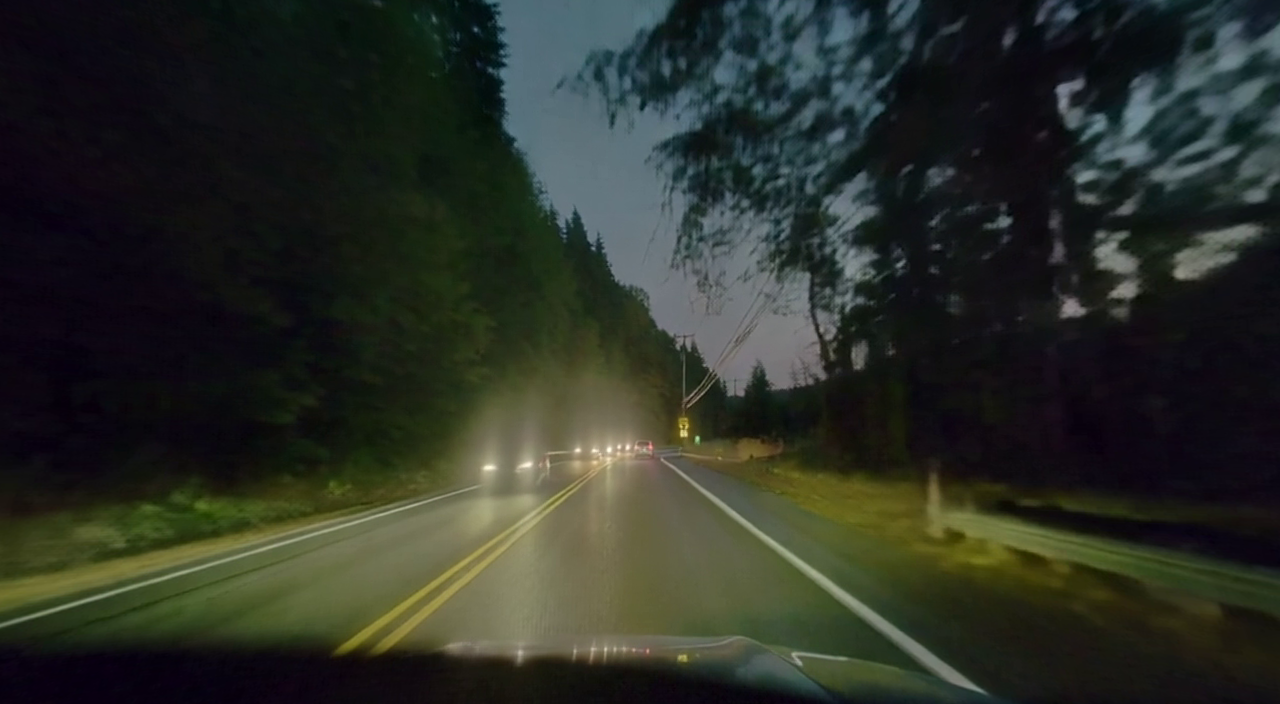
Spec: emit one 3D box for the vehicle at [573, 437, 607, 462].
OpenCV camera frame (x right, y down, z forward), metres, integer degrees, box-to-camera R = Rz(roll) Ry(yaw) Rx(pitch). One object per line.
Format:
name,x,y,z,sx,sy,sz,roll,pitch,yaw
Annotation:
vehicle,-3.608,7.123,46.181,2.013,1.743,4.205,0,-9,2

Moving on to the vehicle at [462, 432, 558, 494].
vehicle,-3.927,3.444,19.902,2.155,1.727,4.142,0,-9,0
